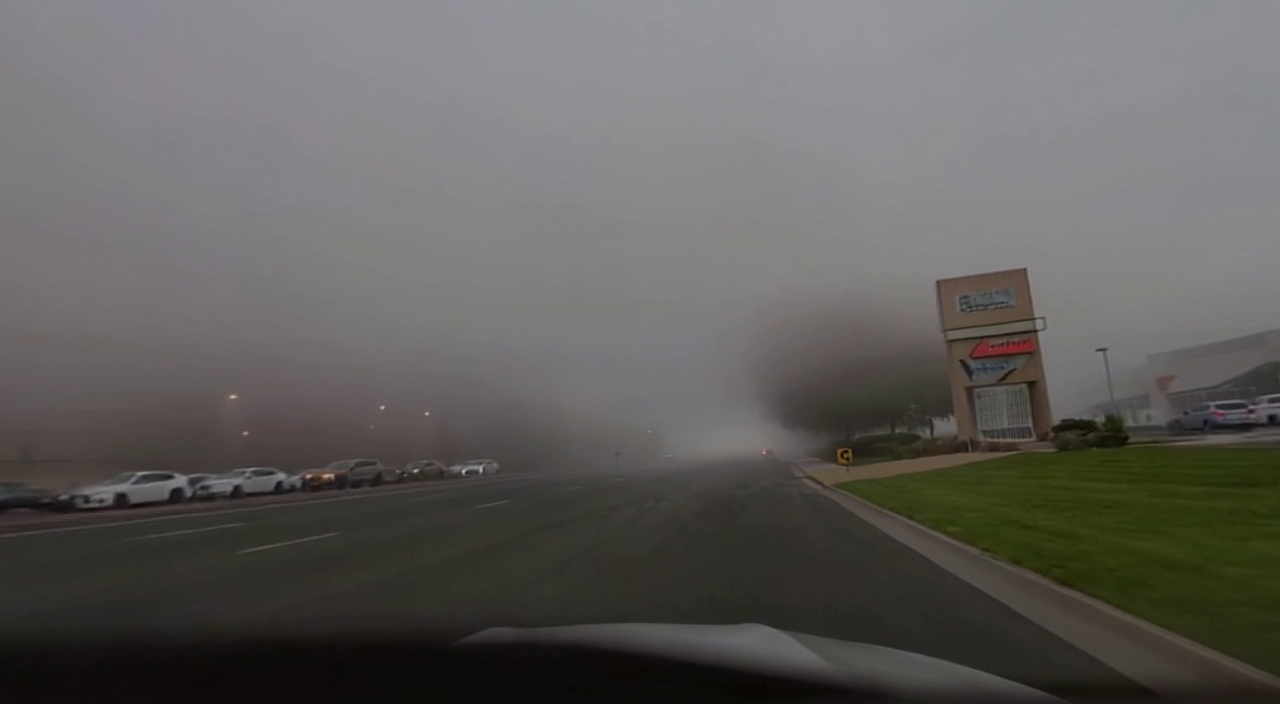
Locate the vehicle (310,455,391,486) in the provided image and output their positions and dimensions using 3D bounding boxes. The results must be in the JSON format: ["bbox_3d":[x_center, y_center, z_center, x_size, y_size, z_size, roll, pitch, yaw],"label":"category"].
[{"bbox_3d":[-18.517,7.623,40.598,1.967,1.683,5.223,-8,-12,12],"label":"vehicle"}]

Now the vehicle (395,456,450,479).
[{"bbox_3d":[-16.726,8.911,48.700,1.918,1.503,4.632,-7,-11,11],"label":"vehicle"}]

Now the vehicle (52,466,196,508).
[{"bbox_3d":[-21.541,5.597,26.557,1.832,1.473,4.377,-2,-9,13],"label":"vehicle"}]

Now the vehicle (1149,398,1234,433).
[{"bbox_3d":[29.301,3.392,33.511,3.335,1.398,1.535,-4,-10,-14],"label":"vehicle"}]

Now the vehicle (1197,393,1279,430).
[{"bbox_3d":[28.950,2.845,30.125,3.327,1.369,1.514,-4,-10,-11],"label":"vehicle"}]

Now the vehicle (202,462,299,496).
[{"bbox_3d":[-20.273,6.623,33.045,1.851,1.450,4.396,-8,-11,10],"label":"vehicle"}]
